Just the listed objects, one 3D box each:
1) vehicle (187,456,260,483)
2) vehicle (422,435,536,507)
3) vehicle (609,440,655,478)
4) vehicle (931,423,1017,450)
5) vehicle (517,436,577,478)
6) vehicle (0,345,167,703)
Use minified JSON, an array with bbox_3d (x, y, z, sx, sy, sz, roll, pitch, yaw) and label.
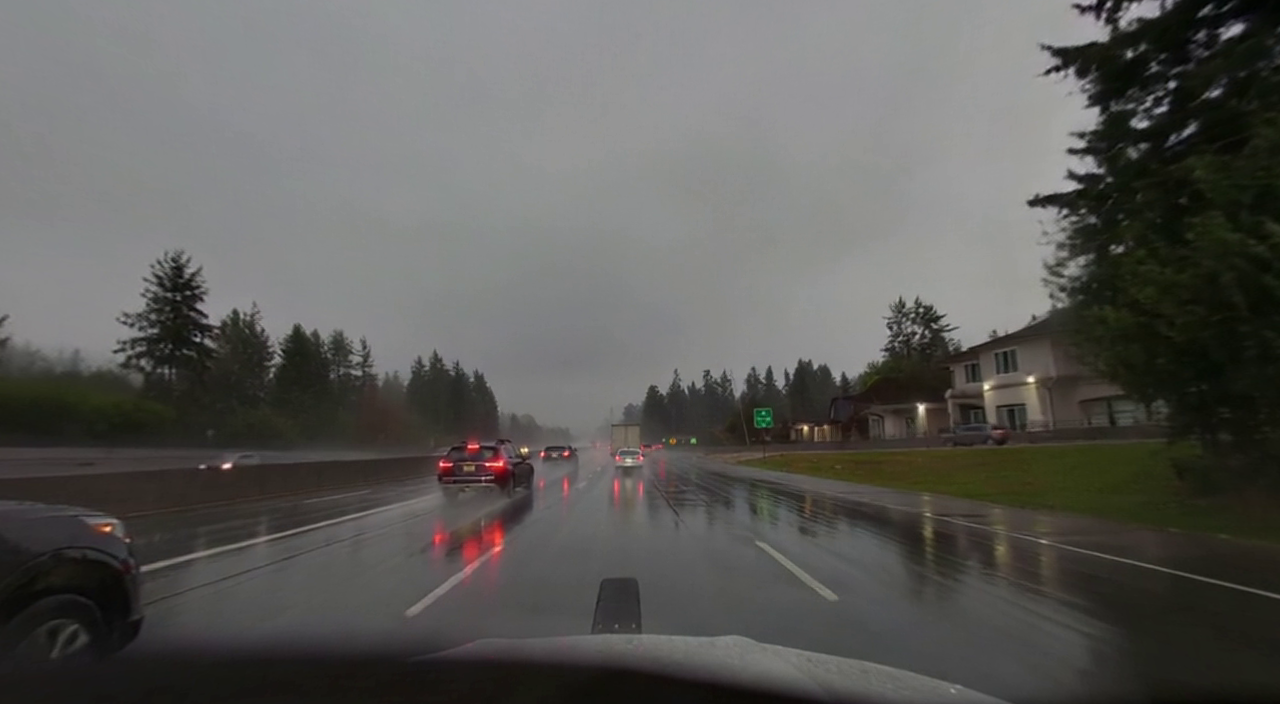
[{"bbox_3d":[-28.173,7.955,42.917,1.996,1.677,4.250,0,-9,1],"label":"vehicle"},{"bbox_3d":[-4.103,3.095,16.842,1.988,1.668,4.021,0,-9,0],"label":"vehicle"},{"bbox_3d":[-0.400,5.132,30.574,2.063,1.703,4.203,0,-9,-1],"label":"vehicle"},{"bbox_3d":[19.262,4.966,36.677,1.894,1.458,4.268,3,-9,-16],"label":"vehicle"},{"bbox_3d":[-4.603,5.301,32.108,2.301,1.944,5.482,0,-9,-1],"label":"vehicle"},{"bbox_3d":[-3.480,0.615,0.984,2.027,1.713,4.490,0,-9,-1],"label":"vehicle"}]
